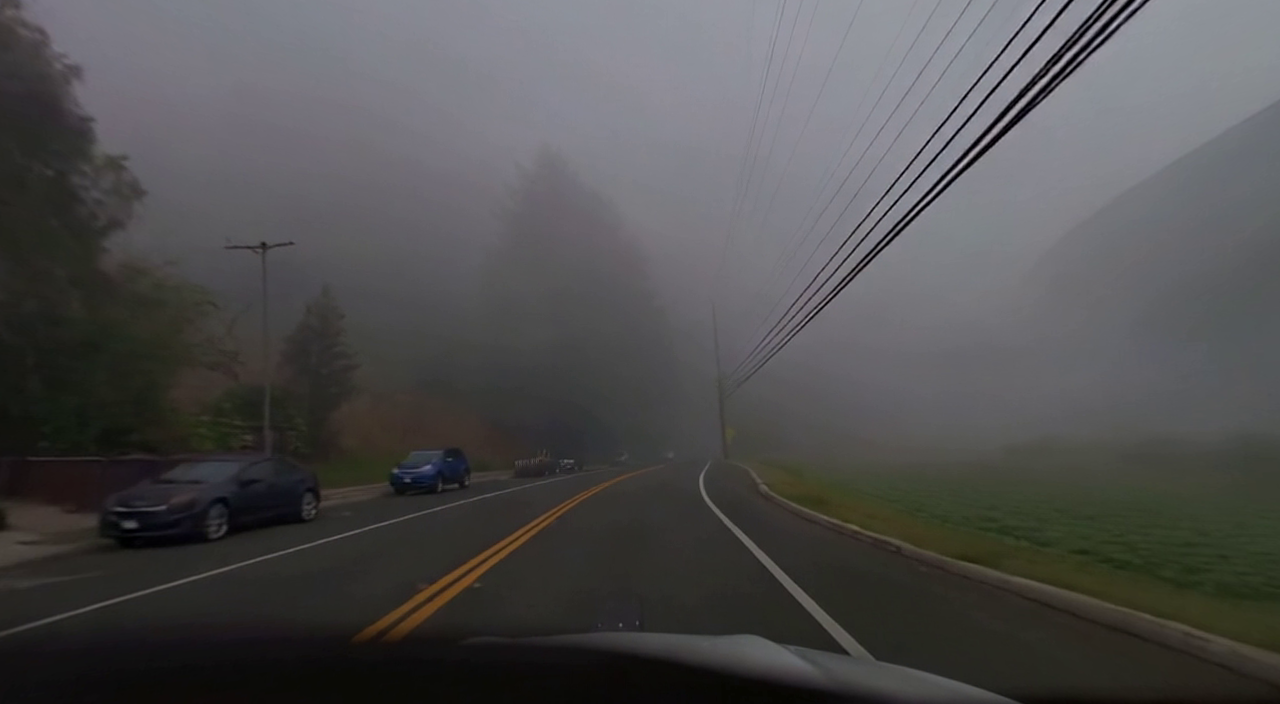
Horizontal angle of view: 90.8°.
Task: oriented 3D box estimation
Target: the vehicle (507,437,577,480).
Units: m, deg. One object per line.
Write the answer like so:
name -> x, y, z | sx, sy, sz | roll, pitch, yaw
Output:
vehicle -> -5.238, 5.777, 34.569 | 2.295, 1.989, 5.055 | -6, -10, 8

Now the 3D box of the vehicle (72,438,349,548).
vehicle -> -7.438, 2.523, 11.663 | 1.840, 1.523, 4.333 | 2, -11, 3

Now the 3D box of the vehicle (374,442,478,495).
vehicle -> -6.975, 3.914, 21.048 | 1.927, 1.542, 3.886 | -2, -11, 3
